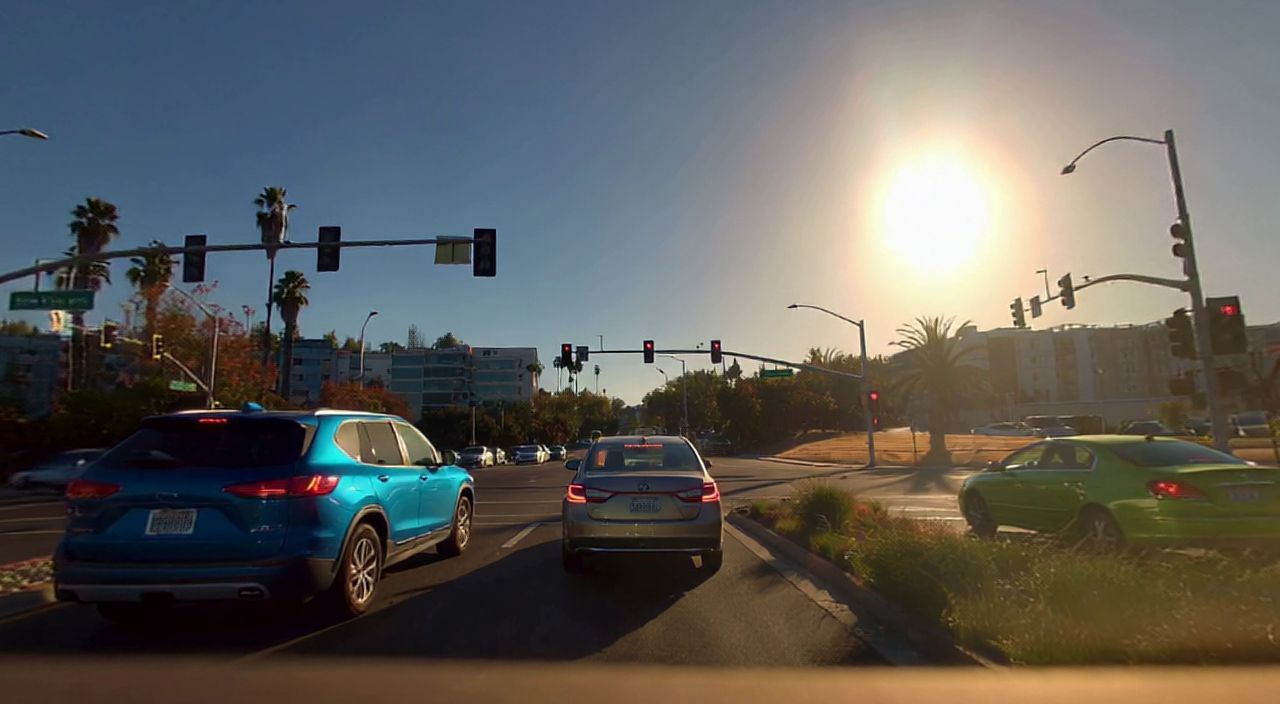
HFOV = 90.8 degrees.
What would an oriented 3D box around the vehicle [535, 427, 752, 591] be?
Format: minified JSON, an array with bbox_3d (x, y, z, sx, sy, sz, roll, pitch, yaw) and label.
[{"bbox_3d":[0.000,1.705,7.722,1.942,1.445,3.973,0,-8,-1],"label":"vehicle"}]

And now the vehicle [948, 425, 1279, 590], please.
[{"bbox_3d":[6.090,1.760,8.095,1.970,1.489,4.482,0,-8,-1],"label":"vehicle"}]

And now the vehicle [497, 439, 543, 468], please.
[{"bbox_3d":[-7.928,6.708,42.031,2.130,1.810,4.450,-2,-8,1],"label":"vehicle"}]

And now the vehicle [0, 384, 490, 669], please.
[{"bbox_3d":[-3.100,1.369,6.084,2.051,1.682,4.467,0,-8,2],"label":"vehicle"}]
